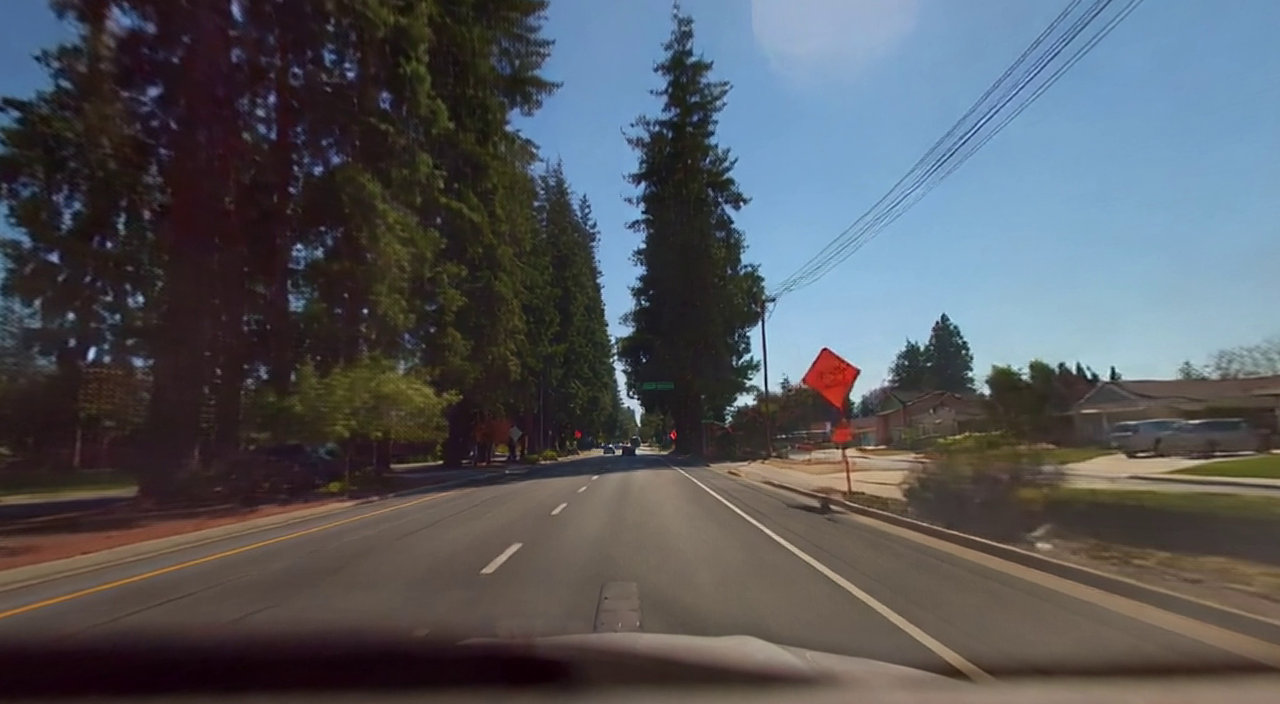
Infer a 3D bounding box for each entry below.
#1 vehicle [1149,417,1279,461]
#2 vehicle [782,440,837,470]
[{"bbox_3d":[25.564,3.809,27.631,4.601,1.801,2.122,-1,-9,2],"label":"vehicle"},{"bbox_3d":[8.593,5.252,32.350,1.733,1.449,3.764,0,-8,0],"label":"vehicle"}]
